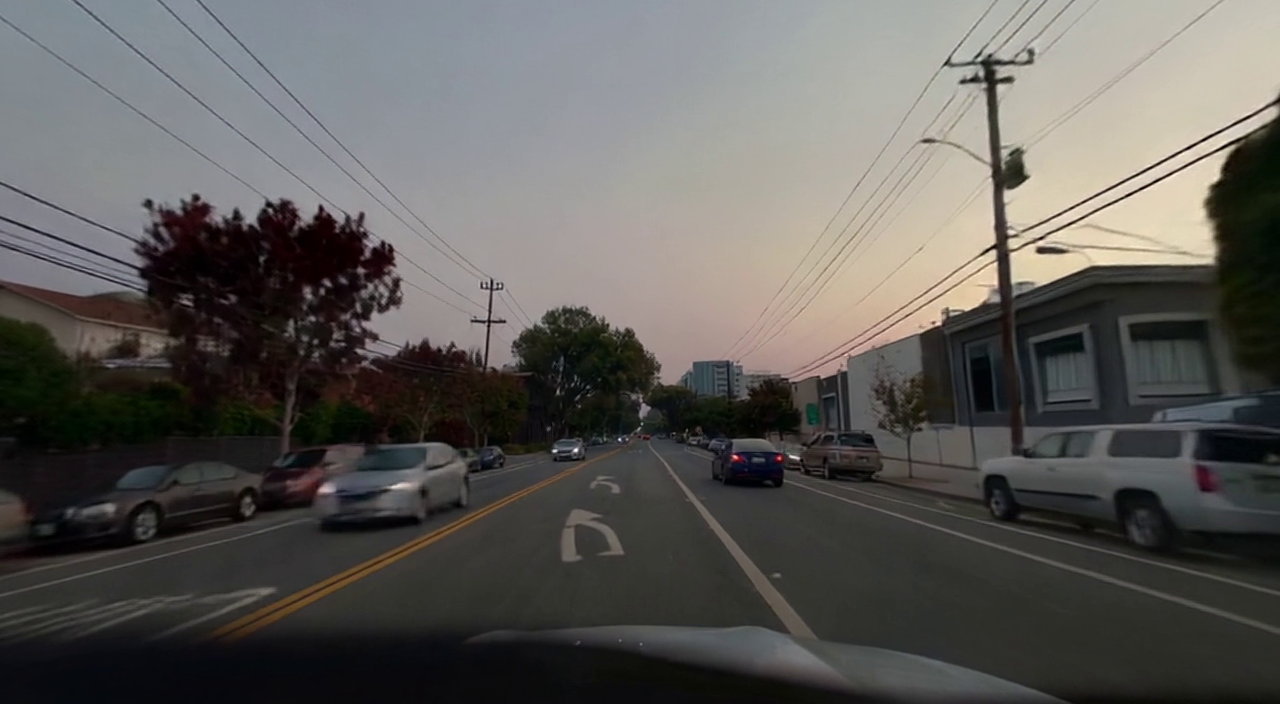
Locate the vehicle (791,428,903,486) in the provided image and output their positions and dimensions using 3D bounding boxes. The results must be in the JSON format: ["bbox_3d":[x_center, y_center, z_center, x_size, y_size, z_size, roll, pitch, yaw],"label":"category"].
[{"bbox_3d":[7.714,3.957,24.365,2.250,1.935,6.052,0,-8,0],"label":"vehicle"}]

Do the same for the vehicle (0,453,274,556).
[{"bbox_3d":[-9.422,2.781,12.204,1.949,1.502,4.264,-1,-8,3],"label":"vehicle"}]

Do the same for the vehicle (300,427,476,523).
[{"bbox_3d":[-5.212,2.558,13.796,2.050,1.729,4.269,-1,-8,0],"label":"vehicle"}]

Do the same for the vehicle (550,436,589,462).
[{"bbox_3d":[-4.614,6.386,41.827,2.010,1.588,4.186,-1,-8,1],"label":"vehicle"}]

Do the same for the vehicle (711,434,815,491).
[{"bbox_3d":[3.520,3.247,19.006,2.059,1.489,4.629,0,-8,-2],"label":"vehicle"}]

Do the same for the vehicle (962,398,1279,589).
[{"bbox_3d":[7.673,1.918,9.754,2.380,2.030,5.861,-1,-8,1],"label":"vehicle"}]
